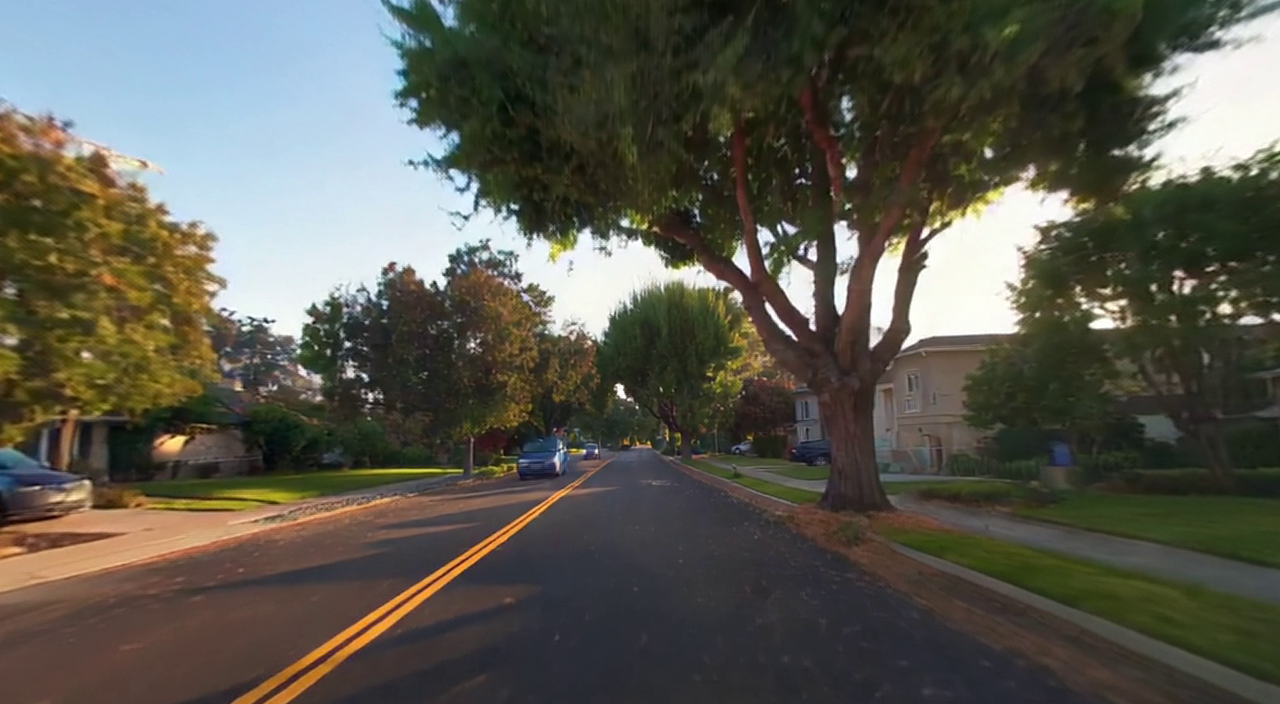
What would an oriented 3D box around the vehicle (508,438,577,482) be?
[{"bbox_3d":[-4.392,4.953,29.463,2.303,1.813,5.660,-1,-8,0],"label":"vehicle"}]
